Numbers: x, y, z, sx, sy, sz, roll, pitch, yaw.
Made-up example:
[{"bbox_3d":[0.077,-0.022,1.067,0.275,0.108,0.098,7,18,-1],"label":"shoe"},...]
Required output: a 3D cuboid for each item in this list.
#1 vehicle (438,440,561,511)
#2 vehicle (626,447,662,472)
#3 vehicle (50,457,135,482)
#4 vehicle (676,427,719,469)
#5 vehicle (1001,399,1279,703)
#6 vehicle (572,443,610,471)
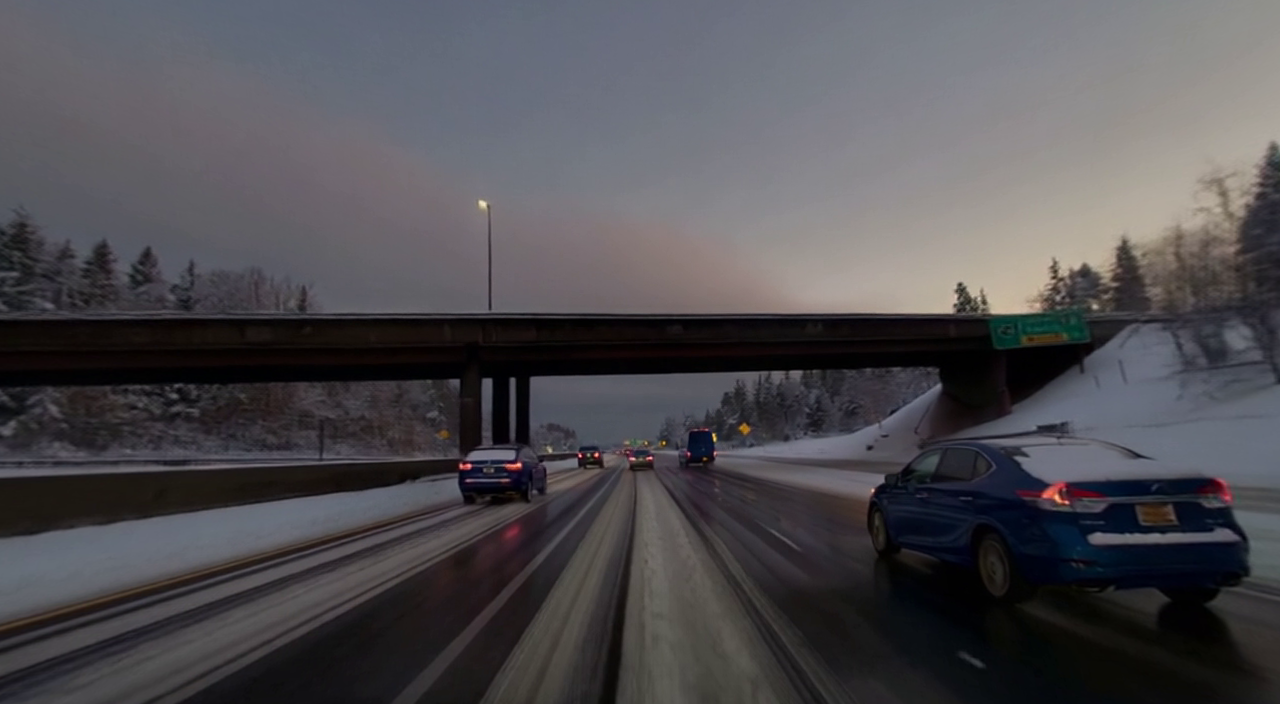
[{"bbox_3d":[-3.377,3.046,16.063,2.137,1.562,3.926,0,-8,2],"label":"vehicle"},{"bbox_3d":[0.229,6.689,39.594,2.174,1.467,4.005,0,-8,0],"label":"vehicle"},{"bbox_3d":[-36.837,7.881,42.586,1.729,1.459,4.493,0,-8,0],"label":"vehicle"},{"bbox_3d":[4.043,6.926,45.636,2.436,2.745,6.607,0,-8,-1],"label":"vehicle"},{"bbox_3d":[4.010,0.989,2.826,2.085,1.558,4.466,0,-8,-1],"label":"vehicle"},{"bbox_3d":[-3.233,6.978,42.166,2.078,1.706,4.298,-1,-8,2],"label":"vehicle"}]
